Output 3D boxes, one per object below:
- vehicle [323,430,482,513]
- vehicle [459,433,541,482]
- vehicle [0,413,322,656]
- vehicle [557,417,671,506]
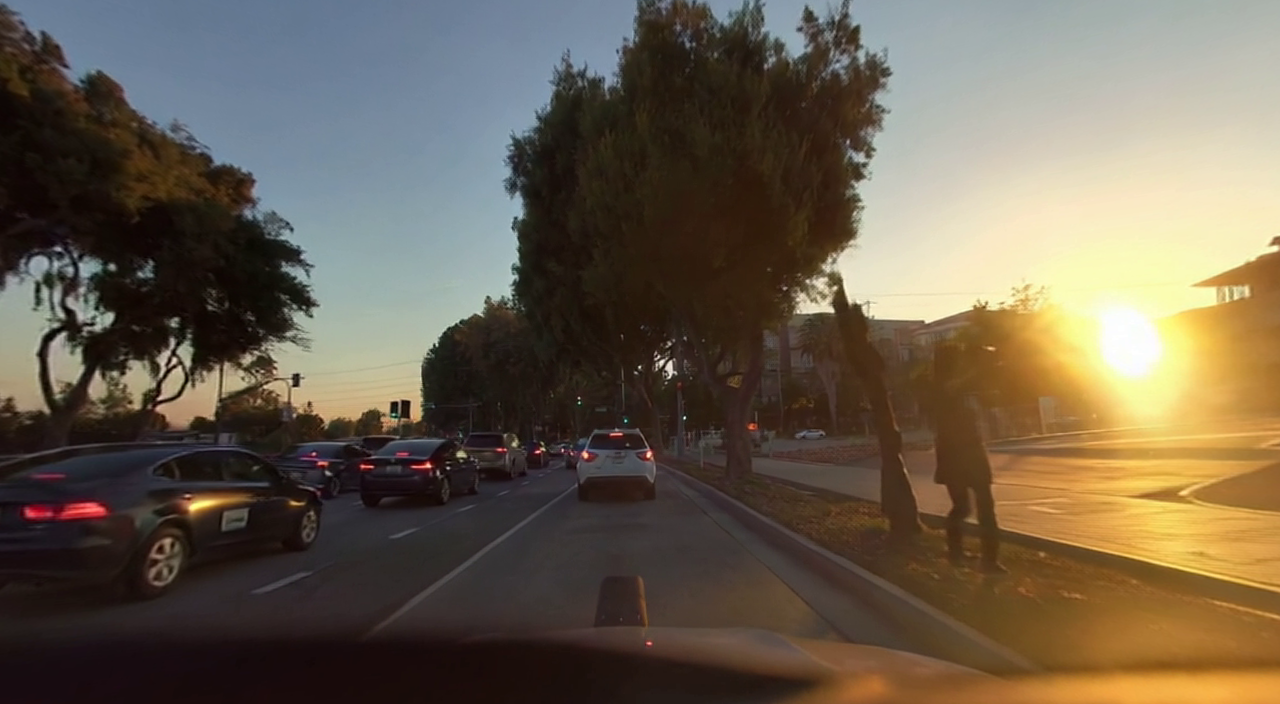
[{"bbox_3d":[-5.435,2.787,15.228,2.010,1.674,4.484,0,-9,1],"label":"vehicle"},{"bbox_3d":[-5.449,4.169,25.220,2.188,1.774,4.477,0,-8,1],"label":"vehicle"},{"bbox_3d":[-5.305,1.535,6.354,2.069,1.616,4.108,0,-9,0],"label":"vehicle"},{"bbox_3d":[-0.601,2.591,15.300,2.368,1.829,4.293,0,-9,-2],"label":"vehicle"}]
